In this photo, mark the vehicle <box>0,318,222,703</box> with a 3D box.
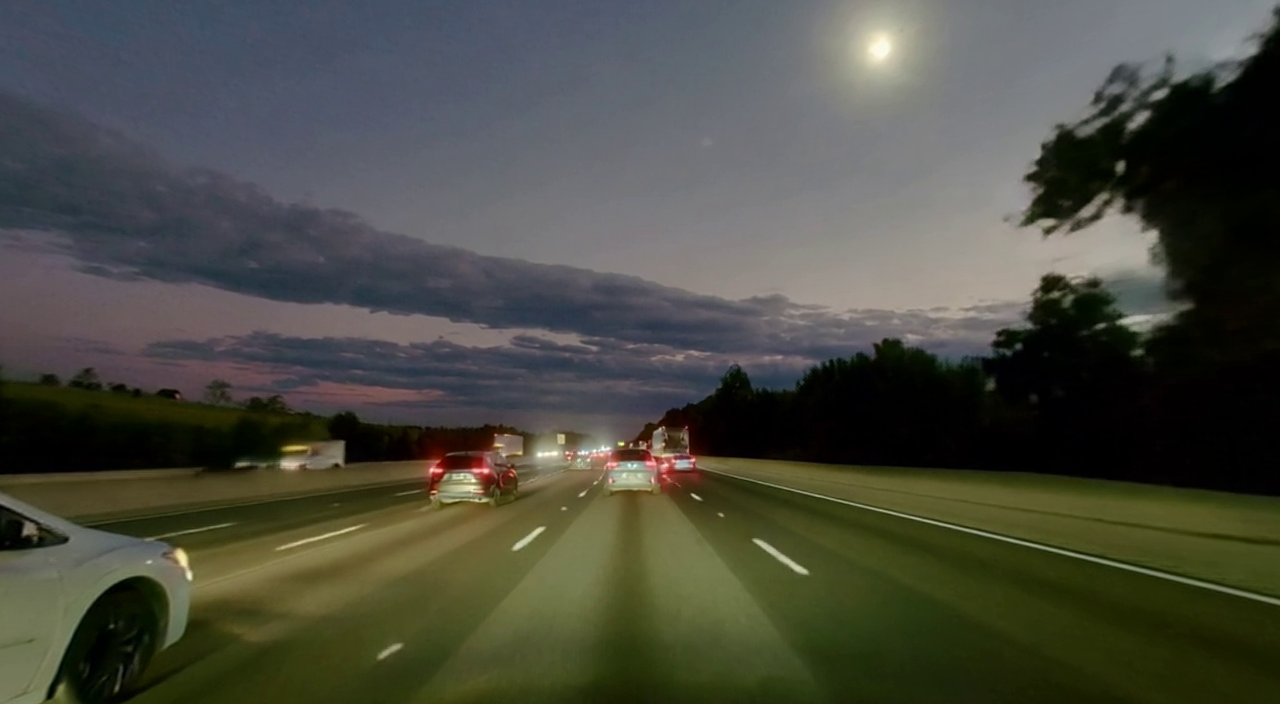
[{"bbox_3d":[-3.960,0.629,1.661,2.243,1.889,4.949,0,-9,1],"label":"vehicle"}]

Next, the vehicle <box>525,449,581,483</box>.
[{"bbox_3d":[-4.028,5.338,29.898,1.999,1.484,4.269,0,-9,1],"label":"vehicle"}]

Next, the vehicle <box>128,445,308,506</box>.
[{"bbox_3d":[-11.521,3.377,17.715,1.977,1.452,4.461,0,-9,-1],"label":"vehicle"}]

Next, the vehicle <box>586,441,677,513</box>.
[{"bbox_3d":[-0.193,3.025,15.676,1.996,1.574,3.426,0,-9,0],"label":"vehicle"}]

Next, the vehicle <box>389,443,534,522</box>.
[{"bbox_3d":[-3.811,2.873,14.419,1.988,1.501,4.438,0,-9,0],"label":"vehicle"}]
